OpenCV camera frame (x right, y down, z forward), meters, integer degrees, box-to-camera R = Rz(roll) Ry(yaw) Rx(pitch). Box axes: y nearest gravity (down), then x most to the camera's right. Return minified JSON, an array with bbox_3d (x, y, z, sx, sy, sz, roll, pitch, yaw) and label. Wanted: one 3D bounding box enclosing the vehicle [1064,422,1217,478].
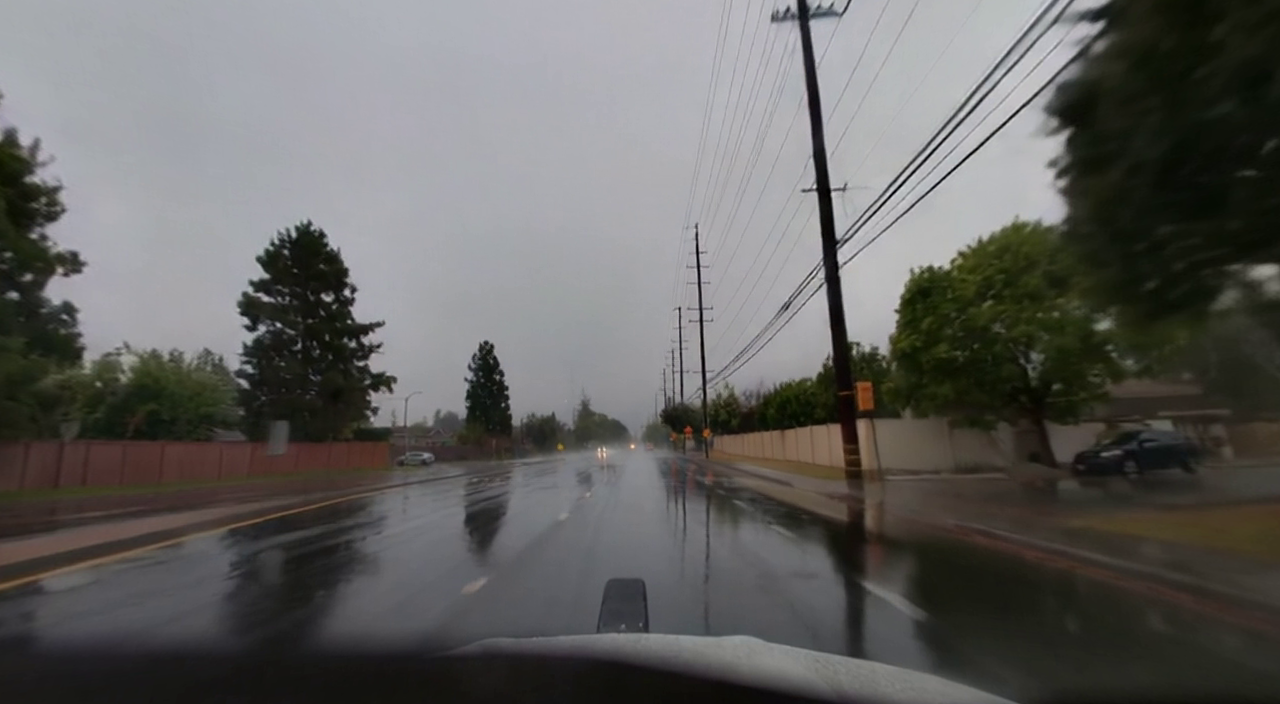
[{"bbox_3d":[18.427,3.599,23.303,4.229,1.911,2.134,2,-8,-13],"label":"vehicle"}]
